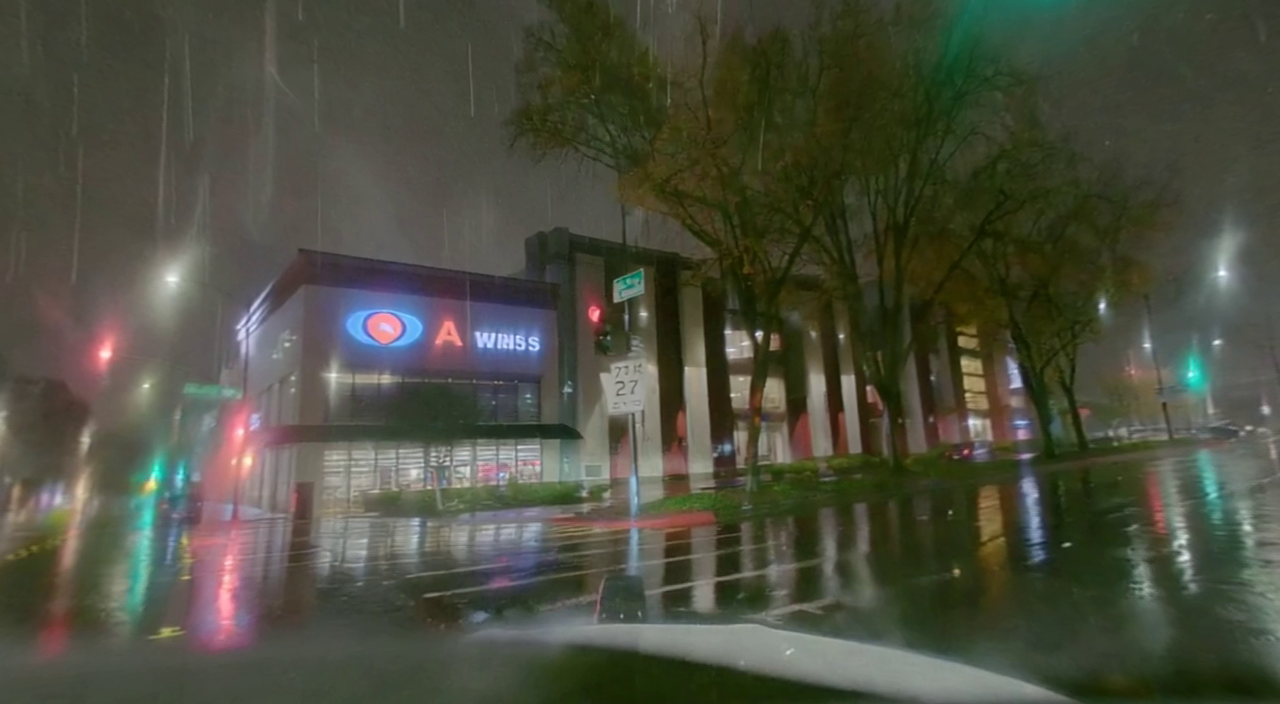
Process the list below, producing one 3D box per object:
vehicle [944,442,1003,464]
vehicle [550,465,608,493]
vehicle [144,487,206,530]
[{"bbox_3d":[24.862,7.503,47.043,4.442,1.440,1.840,4,-10,-32],"label":"vehicle"},{"bbox_3d":[-3.938,8.022,40.114,1.956,1.471,3.994,4,-10,-34],"label":"vehicle"},{"bbox_3d":[-21.351,7.145,29.119,2.066,1.481,4.004,6,-10,-34],"label":"vehicle"}]
